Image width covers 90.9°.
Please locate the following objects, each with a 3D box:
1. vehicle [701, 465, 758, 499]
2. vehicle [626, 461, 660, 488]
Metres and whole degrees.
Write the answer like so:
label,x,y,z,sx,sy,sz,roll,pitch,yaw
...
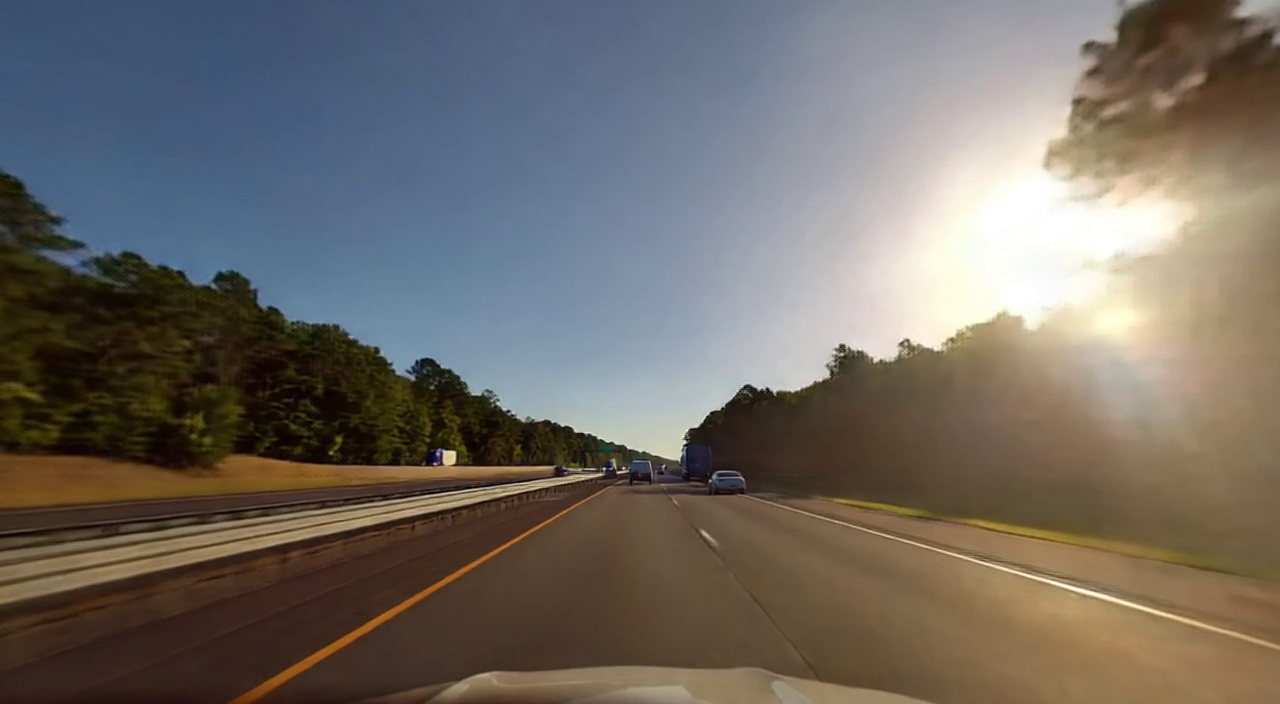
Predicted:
label,x,y,z,sx,sy,sz,roll,pitch,yaw
vehicle,4.410,6.500,31.863,2.073,1.532,4.969,1,-10,-1
vehicle,0.248,8.549,43.982,2.212,1.717,4.452,0,-10,1
